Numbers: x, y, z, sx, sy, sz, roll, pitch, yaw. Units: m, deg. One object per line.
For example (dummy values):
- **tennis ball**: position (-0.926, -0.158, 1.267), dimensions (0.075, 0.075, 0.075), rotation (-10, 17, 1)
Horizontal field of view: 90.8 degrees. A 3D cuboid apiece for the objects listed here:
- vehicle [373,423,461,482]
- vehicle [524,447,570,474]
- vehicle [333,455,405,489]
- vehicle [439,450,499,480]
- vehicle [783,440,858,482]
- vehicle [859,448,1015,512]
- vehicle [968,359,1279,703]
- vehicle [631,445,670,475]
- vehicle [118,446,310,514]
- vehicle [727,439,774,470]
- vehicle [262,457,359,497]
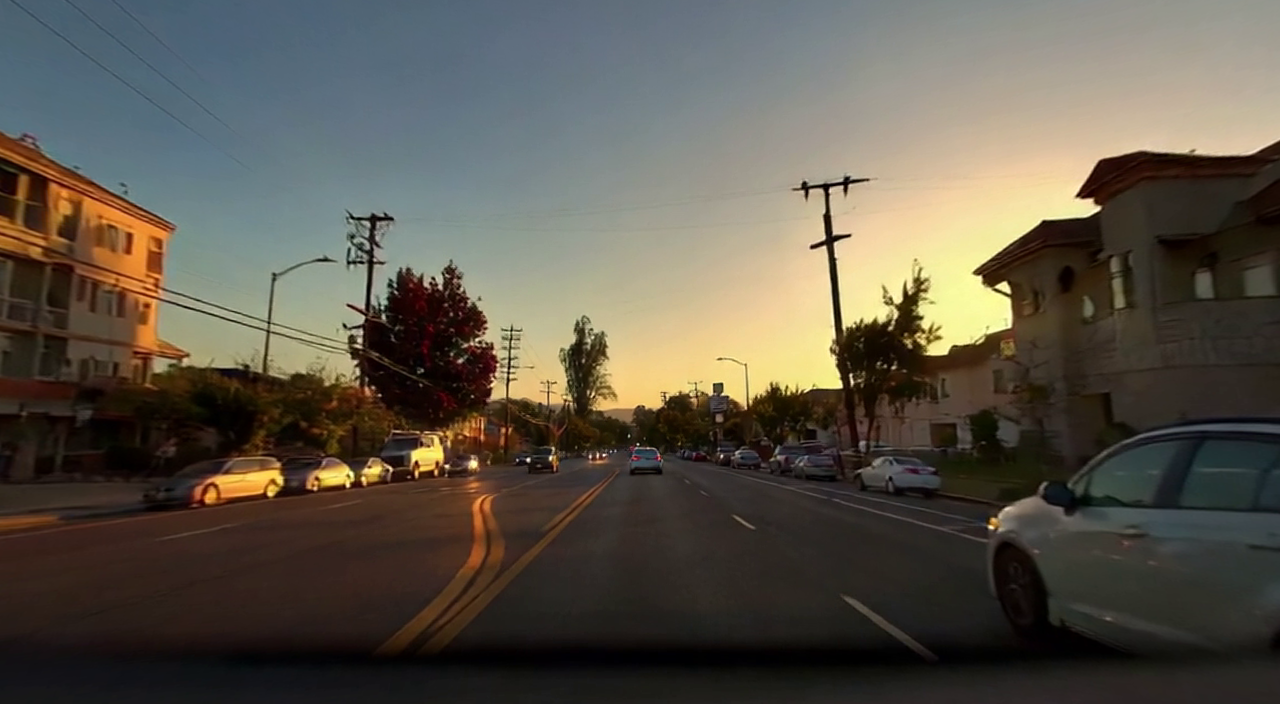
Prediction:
- **vehicle**: position (-14.021, 6.397, 40.450), dimensions (2.865, 3.346, 7.163), rotation (-1, -8, 1)
- **vehicle**: position (-5.905, 6.932, 40.663), dimensions (2.213, 1.626, 4.736), rotation (-1, -8, 1)
- **vehicle**: position (-14.017, 6.207, 33.003), dimensions (1.806, 1.463, 4.714), rotation (-2, -8, -1)
- **vehicle**: position (-9.533, 6.345, 35.647), dimensions (2.060, 1.507, 4.532), rotation (-1, -8, 1)
- **vehicle**: position (8.084, 4.925, 28.785), dimensions (2.003, 1.723, 4.654), rotation (0, -8, 0)
- **vehicle**: position (7.685, 3.325, 16.977), dimensions (1.874, 1.437, 4.593), rotation (0, -8, -1)
- **vehicle**: position (3.306, 0.818, 2.090), dimensions (2.070, 1.633, 4.461), rotation (-1, -8, 1)
- **vehicle**: position (0.572, 6.031, 35.709), dimensions (2.067, 1.547, 4.513), rotation (-1, -8, 0)
- **vehicle**: position (-14.060, 4.197, 21.513), dimensions (2.367, 1.849, 5.874), rotation (-3, -8, 2)
- **vehicle**: position (7.899, 7.371, 45.630), dimensions (2.370, 2.022, 5.918), rotation (-1, -8, 1)
- **vehicle**: position (-14.060, 5.319, 27.283), dimensions (1.795, 1.462, 4.466), rotation (0, -8, -1)
